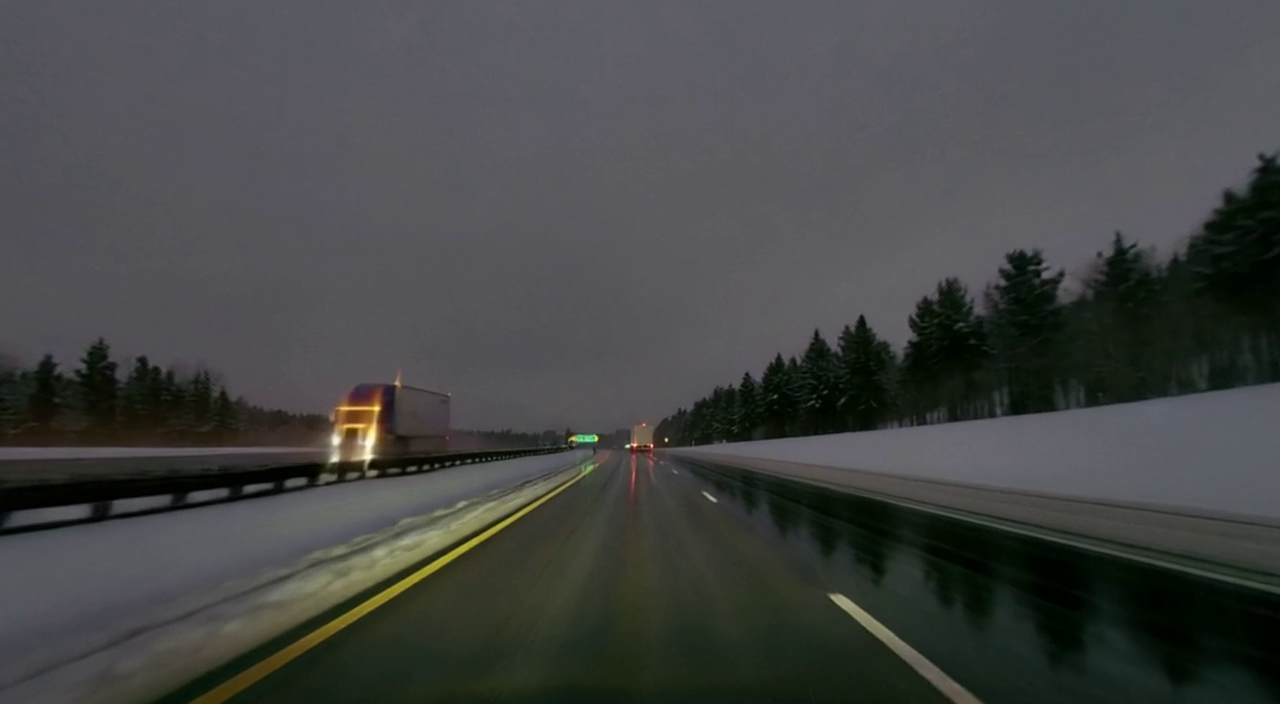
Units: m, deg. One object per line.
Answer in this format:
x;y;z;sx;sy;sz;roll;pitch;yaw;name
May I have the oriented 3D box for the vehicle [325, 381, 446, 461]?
-16.645;4.785;42.727;3.039;4.546;13.279;1;-7;-2;vehicle
